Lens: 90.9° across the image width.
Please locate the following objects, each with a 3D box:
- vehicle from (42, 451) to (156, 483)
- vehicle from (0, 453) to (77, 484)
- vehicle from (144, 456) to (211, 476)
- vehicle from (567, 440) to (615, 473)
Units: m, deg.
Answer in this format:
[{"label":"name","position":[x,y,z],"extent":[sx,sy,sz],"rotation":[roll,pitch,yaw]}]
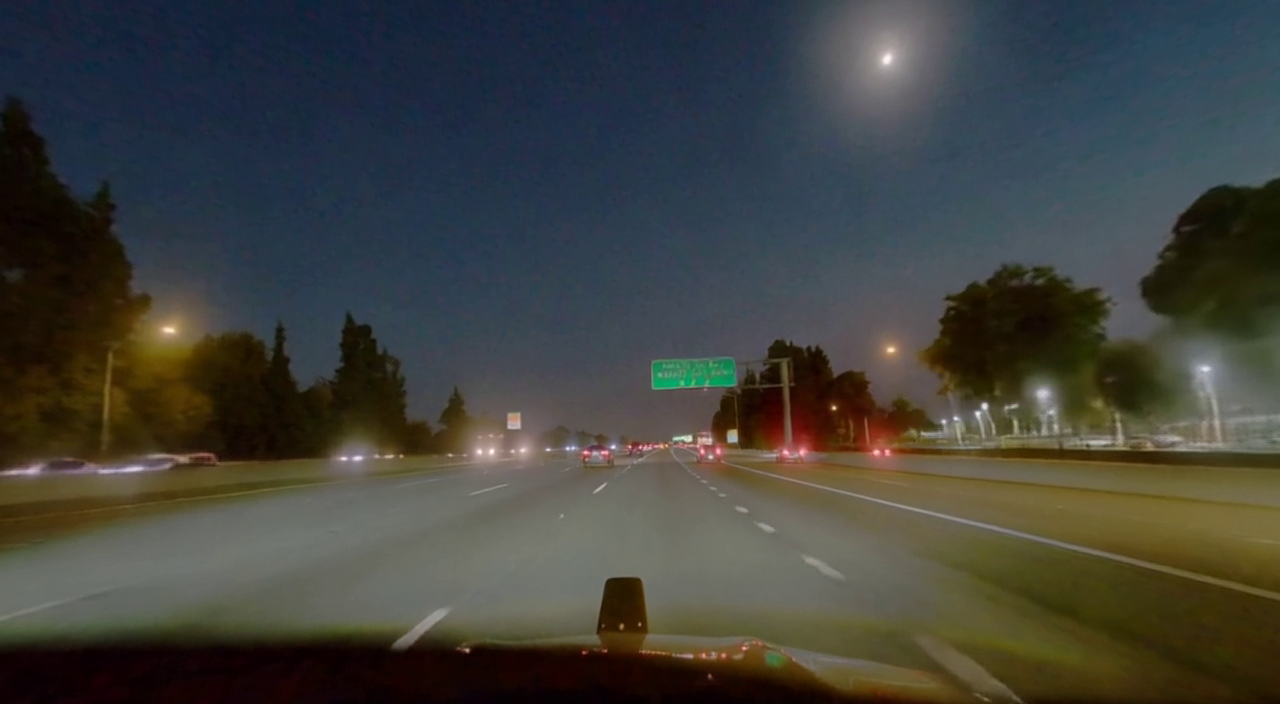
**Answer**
[{"label":"vehicle","position":[-27.253,5.791,31.981],"extent":[1.806,1.450,4.352],"rotation":[0,-8,2]},{"label":"vehicle","position":[-33.168,6.214,33.809],"extent":[1.879,1.471,4.447],"rotation":[0,-8,0]},{"label":"vehicle","position":[-35.307,8.710,48.305],"extent":[1.760,1.402,4.340],"rotation":[0,-8,2]},{"label":"vehicle","position":[-2.698,5.904,35.769],"extent":[2.196,1.733,4.355],"rotation":[0,-8,2]}]
